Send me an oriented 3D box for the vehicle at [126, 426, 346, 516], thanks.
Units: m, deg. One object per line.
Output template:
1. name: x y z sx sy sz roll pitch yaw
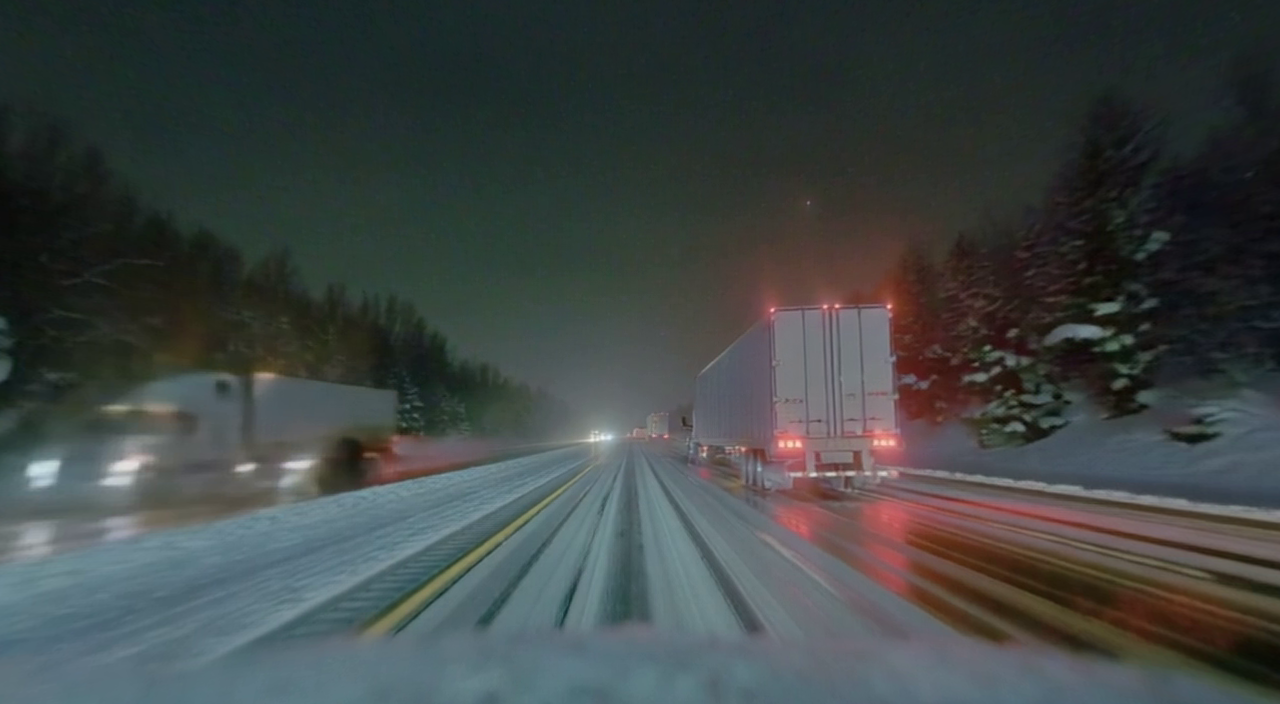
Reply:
1. vehicle: -8.925 2.618 14.531 2.058 1.735 4.603 0 -8 -1

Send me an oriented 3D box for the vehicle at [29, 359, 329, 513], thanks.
1. vehicle: -13.105 2.536 19.398 2.653 3.576 8.959 -1 -7 -1
